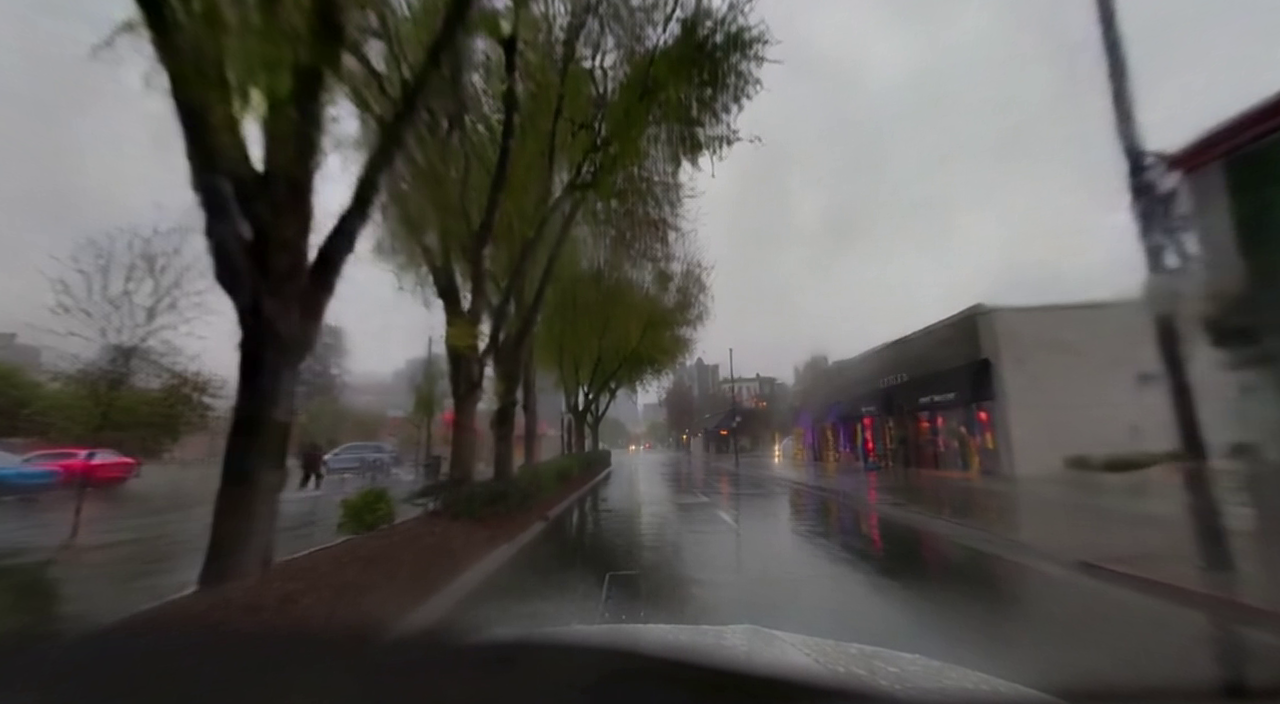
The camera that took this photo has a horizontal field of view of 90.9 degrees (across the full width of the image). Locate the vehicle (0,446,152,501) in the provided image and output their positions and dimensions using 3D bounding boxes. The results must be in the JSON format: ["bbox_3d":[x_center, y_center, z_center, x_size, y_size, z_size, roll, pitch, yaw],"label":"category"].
[{"bbox_3d":[-18.256,3.735,19.884,1.837,1.471,4.756,0,-8,1],"label":"vehicle"}]
